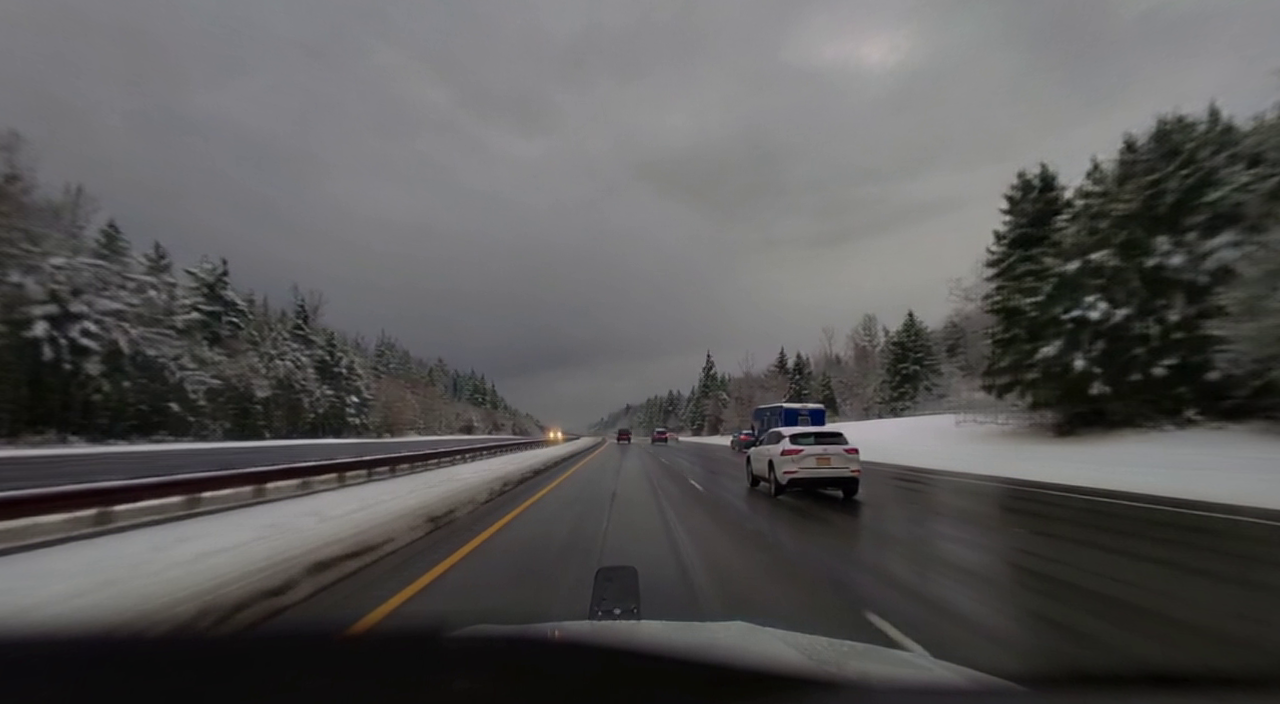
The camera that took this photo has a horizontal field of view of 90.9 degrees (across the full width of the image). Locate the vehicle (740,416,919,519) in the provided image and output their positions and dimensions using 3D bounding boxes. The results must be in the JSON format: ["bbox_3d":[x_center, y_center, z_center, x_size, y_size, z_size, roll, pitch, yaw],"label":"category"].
[{"bbox_3d":[3.216,2.024,11.630,2.002,1.569,3.845,0,-8,-2],"label":"vehicle"}]
